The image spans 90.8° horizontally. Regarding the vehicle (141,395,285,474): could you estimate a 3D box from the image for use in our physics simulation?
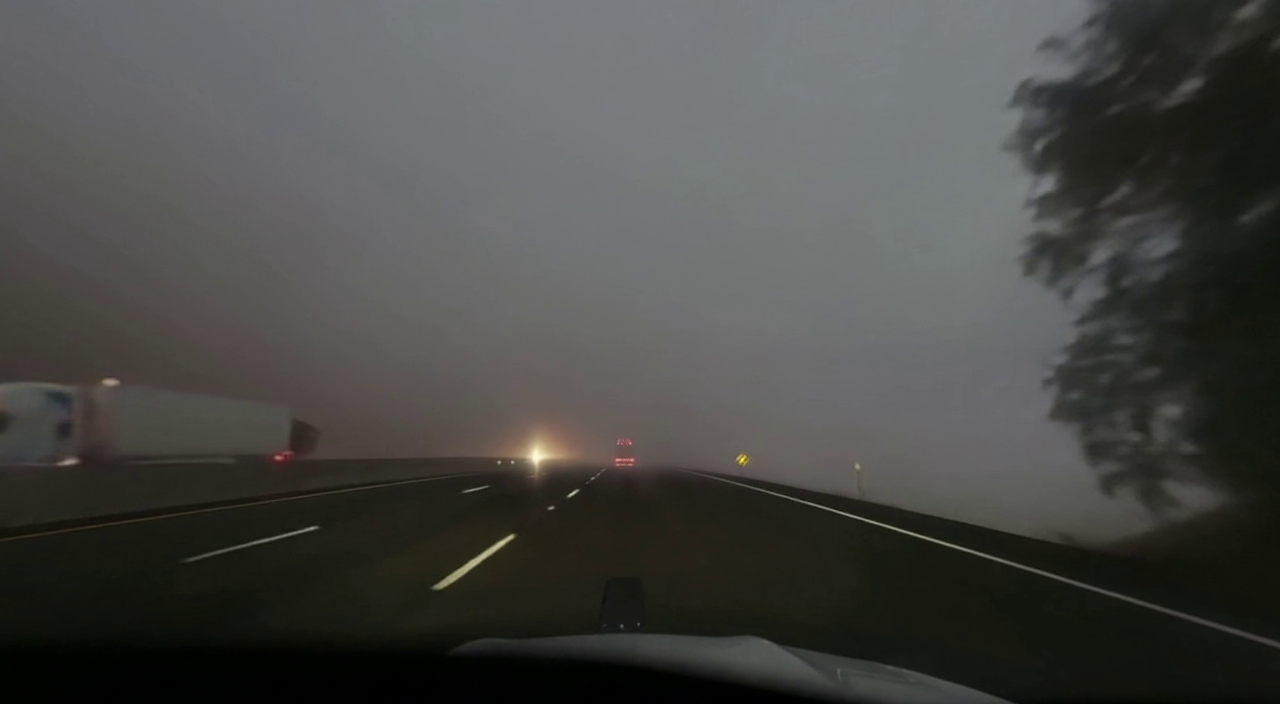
[{"bbox_3d":[-23.984,4.807,36.126,2.878,4.017,7.641,0,-9,-2],"label":"vehicle"}]

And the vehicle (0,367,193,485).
[{"bbox_3d":[-23.647,3.219,26.064,2.962,4.021,10.168,0,-9,-1],"label":"vehicle"}]
